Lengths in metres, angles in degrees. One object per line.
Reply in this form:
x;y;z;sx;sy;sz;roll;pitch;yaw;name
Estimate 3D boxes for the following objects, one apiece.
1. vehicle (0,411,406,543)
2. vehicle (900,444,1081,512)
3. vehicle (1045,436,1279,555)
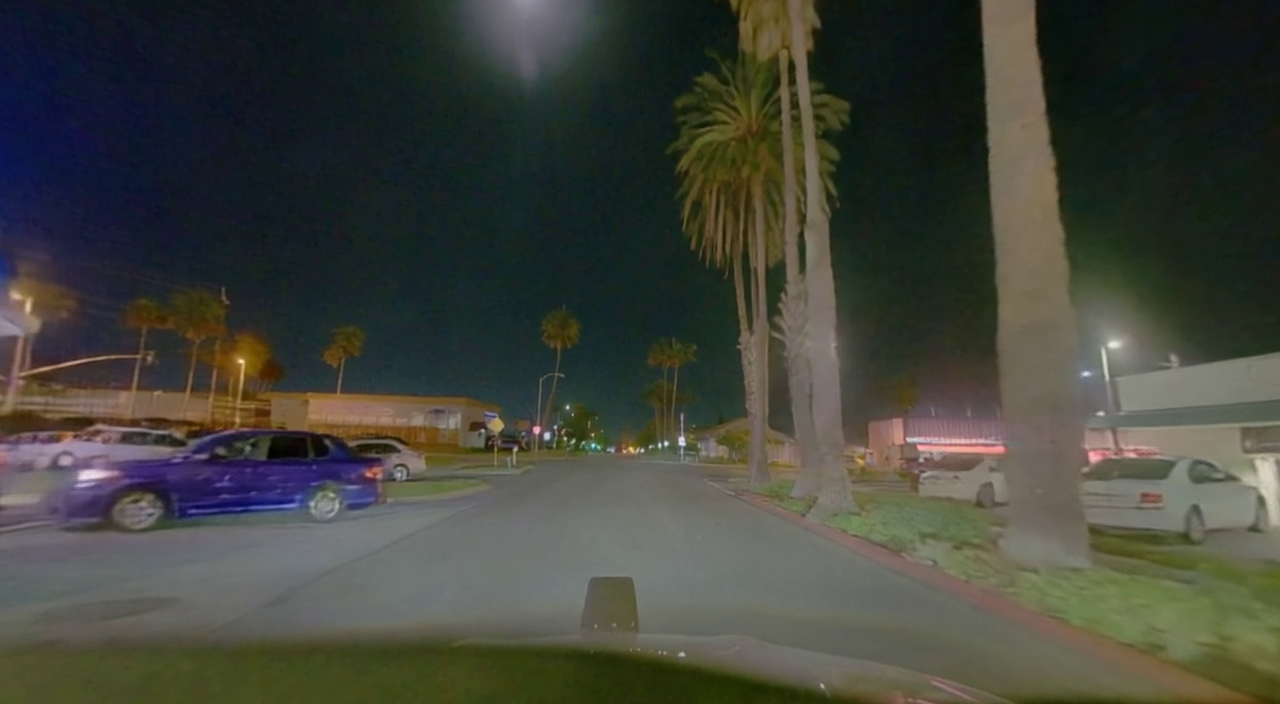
-6.058;1.726;9.234;4.542;1.483;2.174;5;-10;-31;vehicle
9.598;3.367;17.258;4.651;1.610;2.157;6;-11;-30;vehicle
9.987;2.525;11.636;4.758;1.759;2.068;6;-11;-28;vehicle
